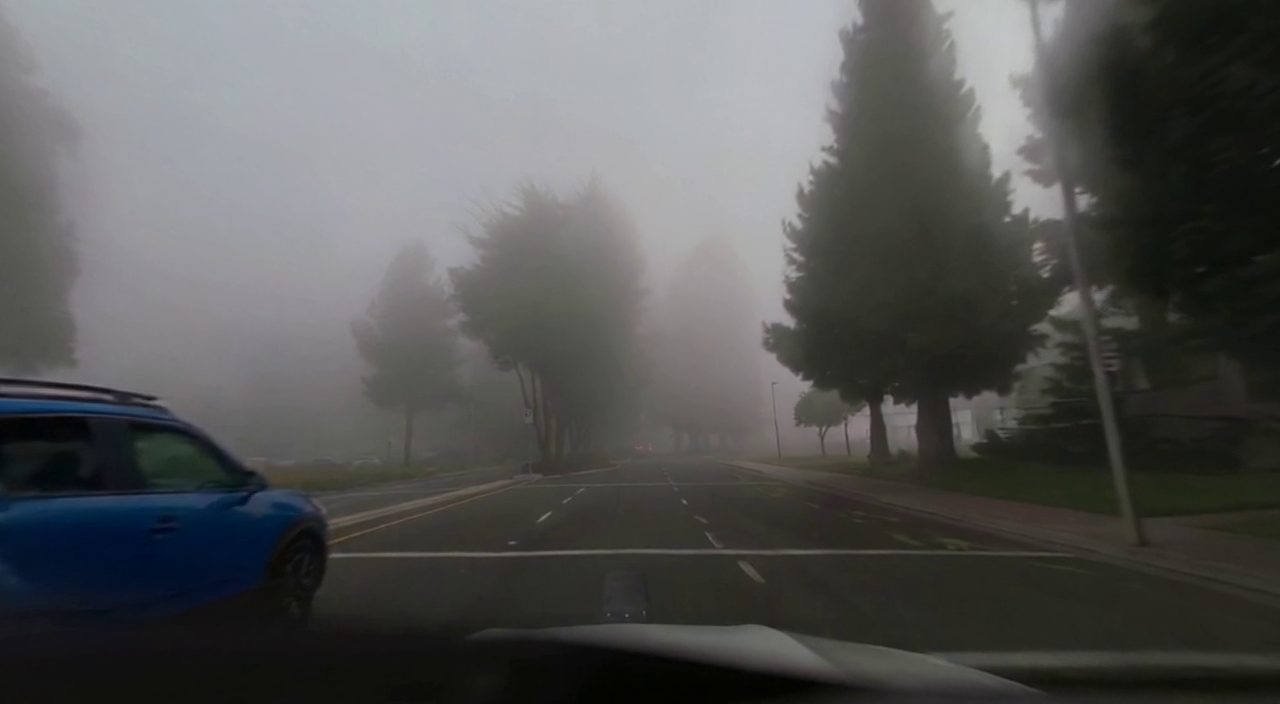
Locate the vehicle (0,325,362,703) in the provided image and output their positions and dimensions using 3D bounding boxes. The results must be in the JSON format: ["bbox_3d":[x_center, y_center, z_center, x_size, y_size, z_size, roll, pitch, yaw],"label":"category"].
[{"bbox_3d":[-3.628,0.983,3.466,2.251,1.800,4.959,0,-9,-4],"label":"vehicle"}]

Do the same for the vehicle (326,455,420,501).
[{"bbox_3d":[-10.698,5.047,25.625,1.813,1.578,4.332,-1,-8,2],"label":"vehicle"}]
